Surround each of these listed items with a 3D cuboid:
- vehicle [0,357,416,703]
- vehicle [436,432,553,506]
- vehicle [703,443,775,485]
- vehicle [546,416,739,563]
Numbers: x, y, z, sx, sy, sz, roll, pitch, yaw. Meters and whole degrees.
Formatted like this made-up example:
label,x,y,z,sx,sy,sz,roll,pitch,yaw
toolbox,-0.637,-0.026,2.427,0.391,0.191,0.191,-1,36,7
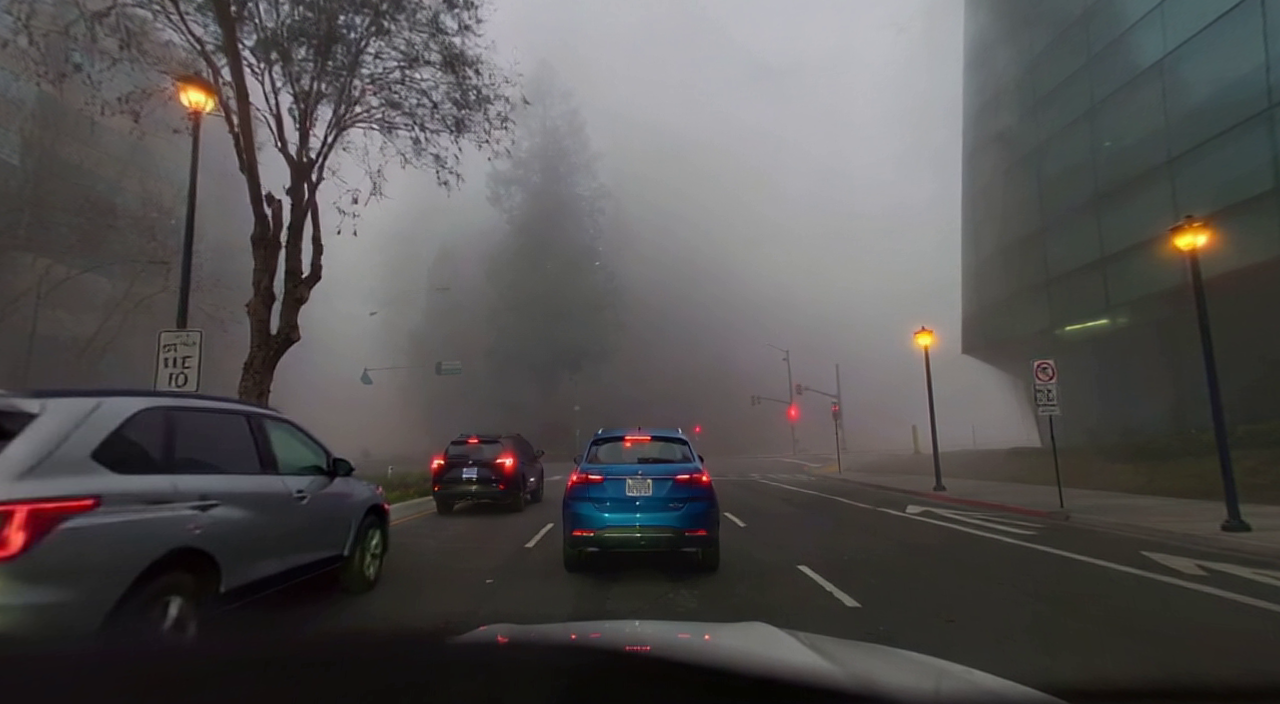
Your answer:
label,x,y,z,sx,sy,sz,roll,pitch,yaw
vehicle,-3.569,1.181,4.745,2.083,1.691,4.398,0,-8,1
vehicle,-3.624,2.988,16.584,2.068,1.678,4.199,0,-8,0
vehicle,3.706,4.259,24.446,2.082,1.445,4.426,0,-8,0
vehicle,0.005,1.881,9.388,2.207,1.659,4.155,0,-8,-1
